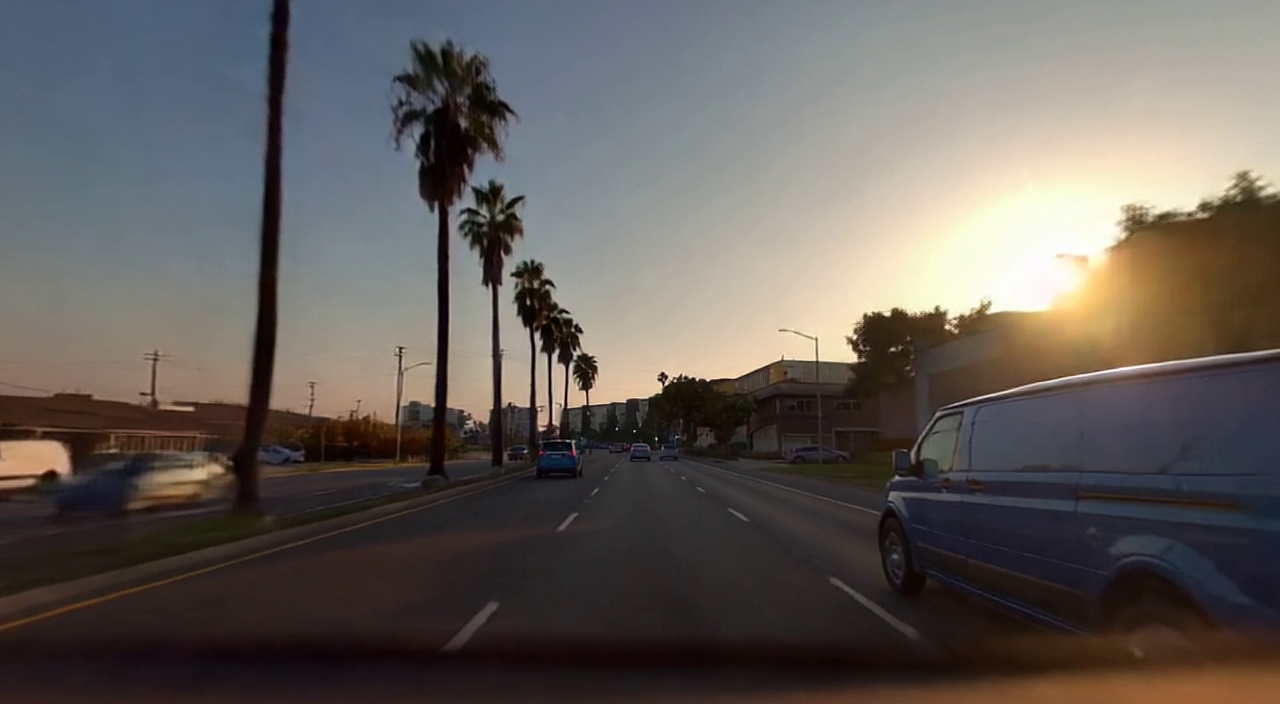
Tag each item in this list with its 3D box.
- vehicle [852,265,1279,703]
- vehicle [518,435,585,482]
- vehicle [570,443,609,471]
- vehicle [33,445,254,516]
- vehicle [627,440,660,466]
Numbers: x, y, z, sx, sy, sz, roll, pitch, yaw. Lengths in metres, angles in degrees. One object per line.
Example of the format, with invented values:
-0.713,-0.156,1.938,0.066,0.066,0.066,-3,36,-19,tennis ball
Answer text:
3.312,0.941,3.991,2.234,1.912,4.847,0,-9,0,vehicle
-3.388,4.168,24.992,1.967,1.703,4.157,0,-9,1,vehicle
-2.791,5.935,35.977,1.869,1.454,4.142,0,-9,0,vehicle
-11.662,3.000,15.333,1.857,1.473,4.298,0,-9,0,vehicle
0.220,7.172,45.088,2.191,1.761,3.857,0,-9,0,vehicle
